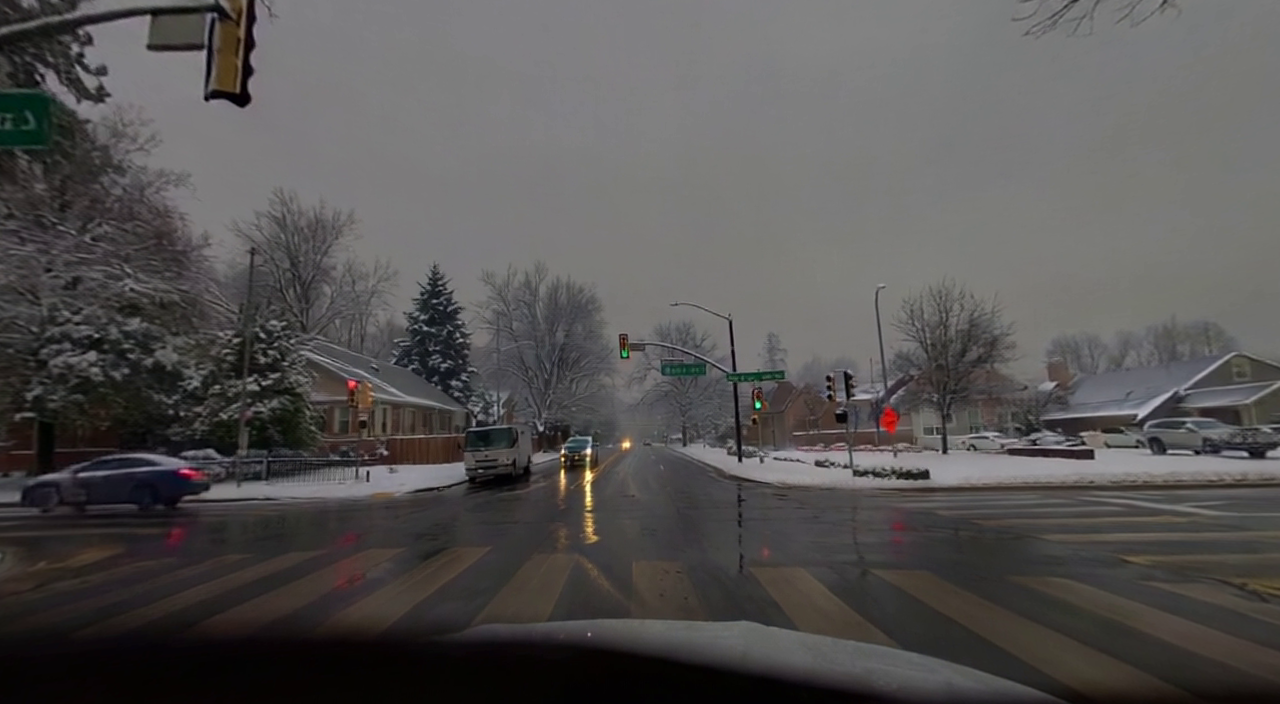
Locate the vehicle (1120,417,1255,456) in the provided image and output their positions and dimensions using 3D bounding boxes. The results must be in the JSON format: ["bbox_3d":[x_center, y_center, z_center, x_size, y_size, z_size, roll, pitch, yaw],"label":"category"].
[{"bbox_3d":[33.275,5.162,38.521,5.969,2.225,2.458,0,-9,-4],"label":"vehicle"}]

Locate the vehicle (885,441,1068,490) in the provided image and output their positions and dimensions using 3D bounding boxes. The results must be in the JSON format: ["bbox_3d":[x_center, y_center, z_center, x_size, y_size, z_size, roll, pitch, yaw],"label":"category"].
[{"bbox_3d":[11.236,3.795,21.447,5.158,1.470,2.012,-4,-10,26],"label":"vehicle"}]

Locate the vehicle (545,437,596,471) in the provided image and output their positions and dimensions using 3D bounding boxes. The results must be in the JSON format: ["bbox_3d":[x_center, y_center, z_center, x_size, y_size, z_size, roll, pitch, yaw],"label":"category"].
[{"bbox_3d":[-3.715,5.589,34.619,2.302,1.708,4.764,0,-9,-1],"label":"vehicle"}]

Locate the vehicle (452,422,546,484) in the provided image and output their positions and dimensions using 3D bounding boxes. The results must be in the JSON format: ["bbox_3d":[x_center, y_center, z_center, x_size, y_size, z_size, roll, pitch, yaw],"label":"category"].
[{"bbox_3d":[-6.479,4.801,30.248,2.896,2.560,7.322,0,-9,-1],"label":"vehicle"}]

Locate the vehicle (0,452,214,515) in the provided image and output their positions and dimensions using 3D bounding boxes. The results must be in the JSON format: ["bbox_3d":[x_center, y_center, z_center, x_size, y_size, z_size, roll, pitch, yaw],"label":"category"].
[{"bbox_3d":[-14.590,3.530,17.218,4.497,1.579,1.952,0,-9,-1],"label":"vehicle"}]
